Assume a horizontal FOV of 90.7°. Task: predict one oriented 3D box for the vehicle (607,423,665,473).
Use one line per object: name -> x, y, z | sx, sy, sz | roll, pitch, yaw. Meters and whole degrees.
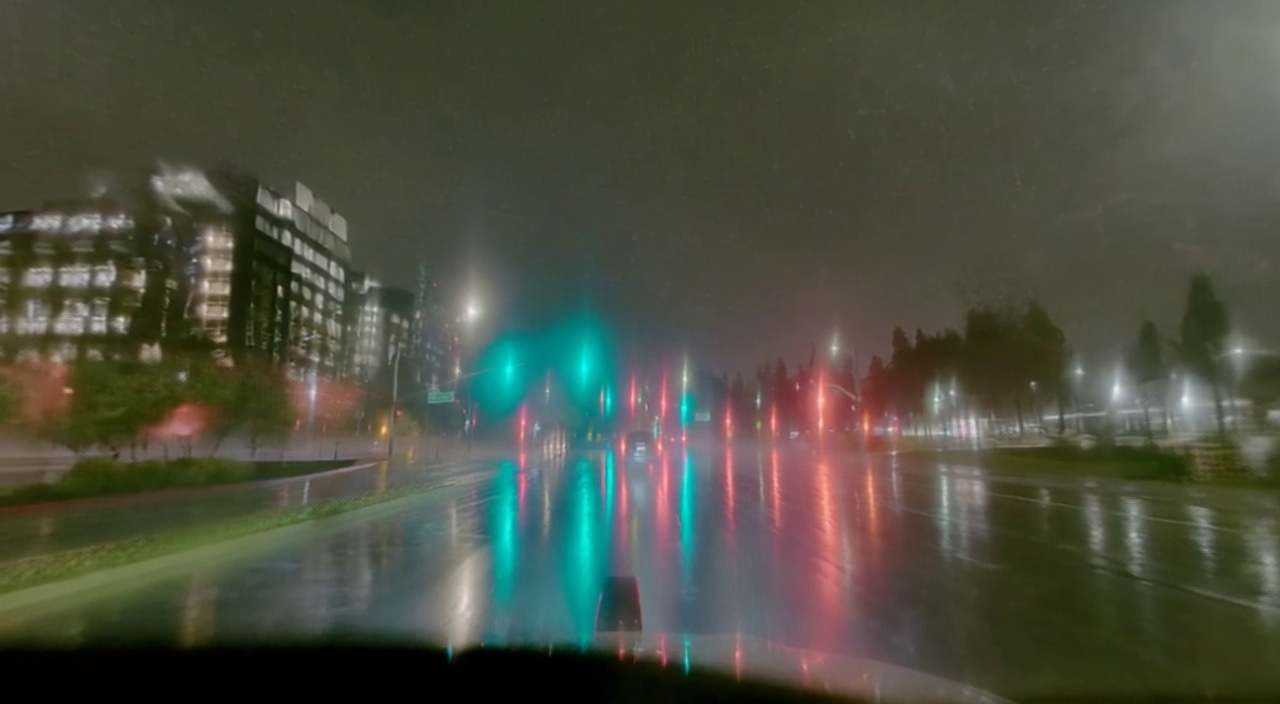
vehicle -> -0.203, 4.090, 26.994 | 2.267, 1.926, 4.708 | 0, -9, -1
